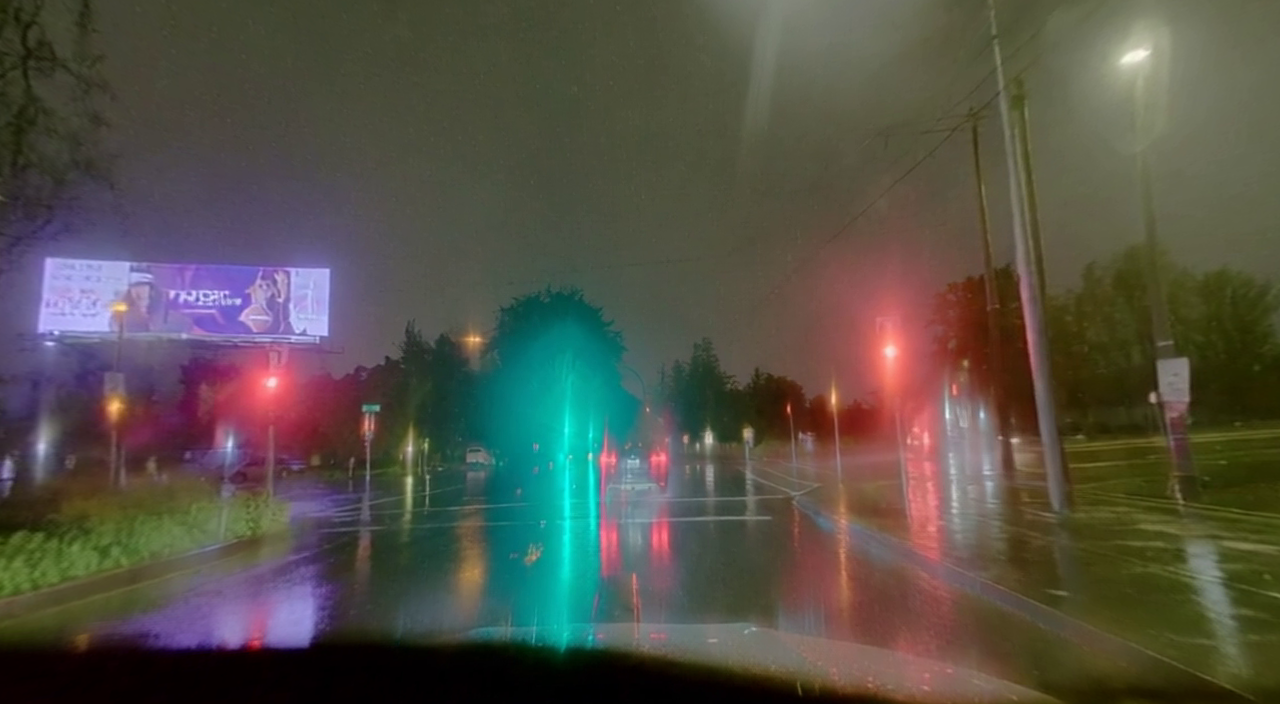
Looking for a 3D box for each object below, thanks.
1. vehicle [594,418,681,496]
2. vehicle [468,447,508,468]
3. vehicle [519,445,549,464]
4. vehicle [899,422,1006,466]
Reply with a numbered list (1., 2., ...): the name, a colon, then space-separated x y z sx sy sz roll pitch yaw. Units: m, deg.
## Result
1. vehicle: -0.157 2.898 17.608 2.142 1.904 3.816 0 -8 -3
2. vehicle: -11.011 7.624 45.819 1.989 1.403 4.331 0 -8 -3
3. vehicle: -8.189 7.948 48.923 1.886 1.377 3.932 0 -8 -3
4. vehicle: 12.097 3.545 24.388 3.403 1.602 1.716 2 -9 -19
